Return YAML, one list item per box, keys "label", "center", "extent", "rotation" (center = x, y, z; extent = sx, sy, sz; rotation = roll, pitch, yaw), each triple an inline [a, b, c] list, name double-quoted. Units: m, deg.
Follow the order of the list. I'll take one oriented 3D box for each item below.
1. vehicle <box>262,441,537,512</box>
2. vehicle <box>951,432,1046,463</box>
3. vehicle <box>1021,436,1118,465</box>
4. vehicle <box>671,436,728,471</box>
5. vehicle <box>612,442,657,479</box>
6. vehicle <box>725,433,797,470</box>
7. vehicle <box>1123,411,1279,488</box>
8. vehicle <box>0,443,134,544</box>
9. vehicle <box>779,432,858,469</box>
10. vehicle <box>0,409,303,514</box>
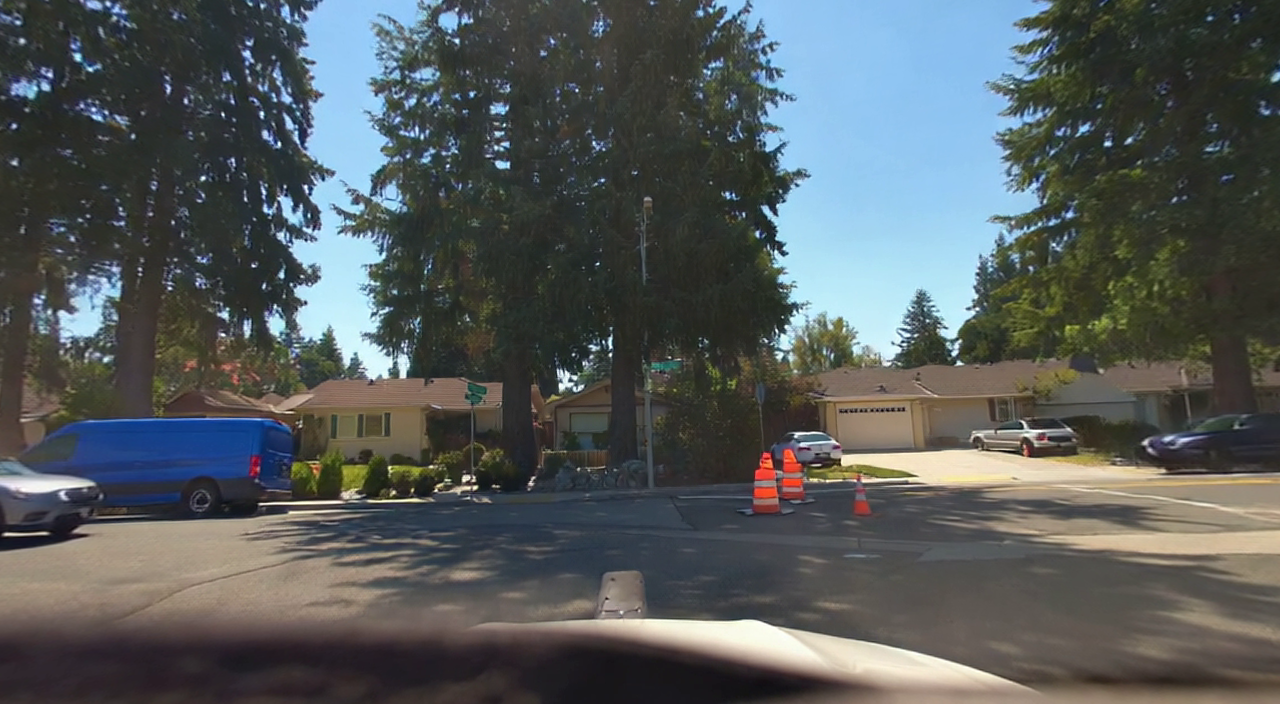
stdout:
- label: "vehicle"
  center: [-6.375, 3.415, 17.807]
  extent: [6.643, 1.777, 2.925]
  rotation: [1, -9, -6]
- label: "vehicle"
  center: [23.535, 6.275, 41.603]
  extent: [4.984, 1.912, 2.132]
  rotation: [1, -8, -5]
- label: "vehicle"
  center: [22.767, 5.225, 33.556]
  extent: [3.863, 1.453, 1.826]
  rotation: [1, -9, -5]
- label: "vehicle"
  center: [2.593, 4.536, 28.366]
  extent: [1.745, 1.461, 4.074]
  rotation: [1, -9, -6]
- label: "vehicle"
  center: [-0.301, 4.760, 27.930]
  extent: [1.648, 1.430, 3.654]
  rotation: [4, -9, -4]
- label: "vehicle"
  center: [5.345, 4.467, 28.493]
  extent: [2.007, 1.555, 4.204]
  rotation: [1, -9, -7]
- label: "vehicle"
  center: [16.044, 2.552, 16.606]
  extent: [5.047, 1.851, 2.103]
  rotation: [1, -9, -5]
- label: "vehicle"
  center: [-12.015, 2.362, 10.920]
  extent: [4.684, 1.556, 2.087]
  rotation: [0, -8, -1]
- label: "vehicle"
  center: [8.066, 4.500, 28.953]
  extent: [1.893, 1.529, 4.422]
  rotation: [1, -9, -7]
- label: "vehicle"
  center: [-14.065, 3.054, 17.444]
  extent: [7.824, 2.323, 2.863]
  rotation: [-3, -10, -2]
